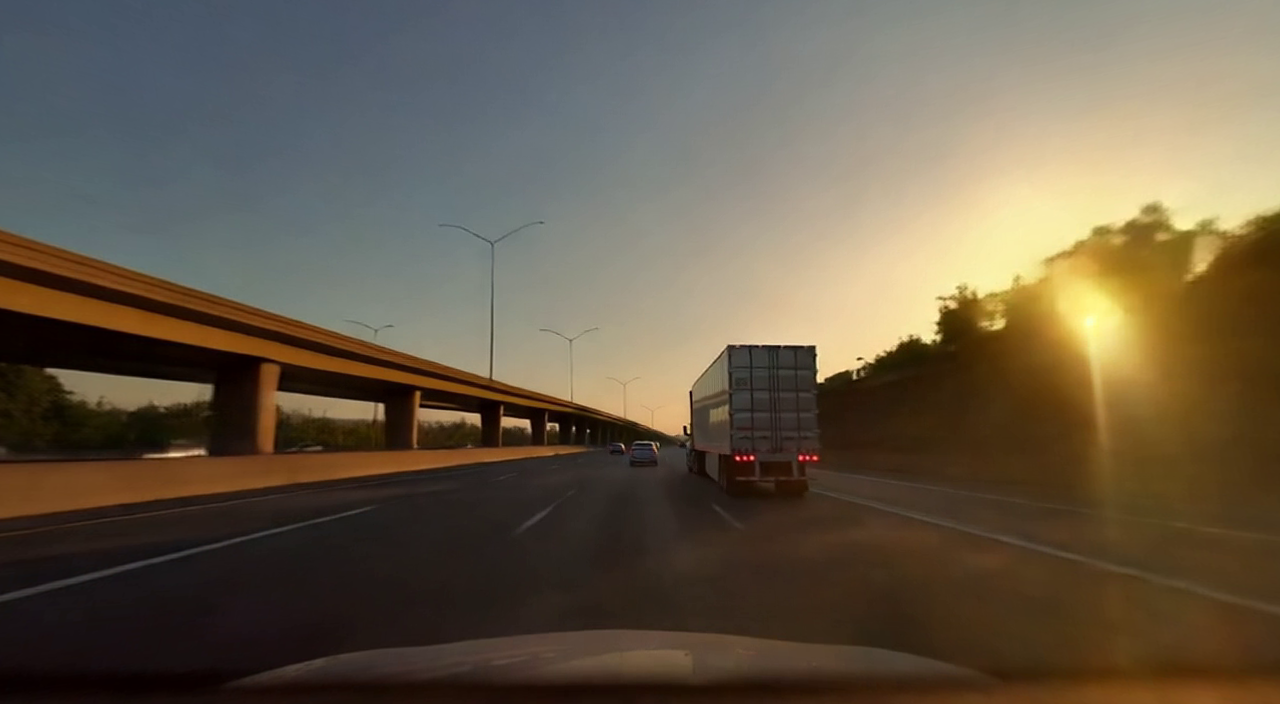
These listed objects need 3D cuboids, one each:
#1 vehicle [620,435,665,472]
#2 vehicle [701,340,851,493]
[{"bbox_3d":[0.146,5.091,31.805,2.077,1.716,4.514,0,-9,1],"label":"vehicle"},{"bbox_3d":[4.061,2.433,21.843,2.964,4.063,10.072,0,-9,0],"label":"vehicle"}]
